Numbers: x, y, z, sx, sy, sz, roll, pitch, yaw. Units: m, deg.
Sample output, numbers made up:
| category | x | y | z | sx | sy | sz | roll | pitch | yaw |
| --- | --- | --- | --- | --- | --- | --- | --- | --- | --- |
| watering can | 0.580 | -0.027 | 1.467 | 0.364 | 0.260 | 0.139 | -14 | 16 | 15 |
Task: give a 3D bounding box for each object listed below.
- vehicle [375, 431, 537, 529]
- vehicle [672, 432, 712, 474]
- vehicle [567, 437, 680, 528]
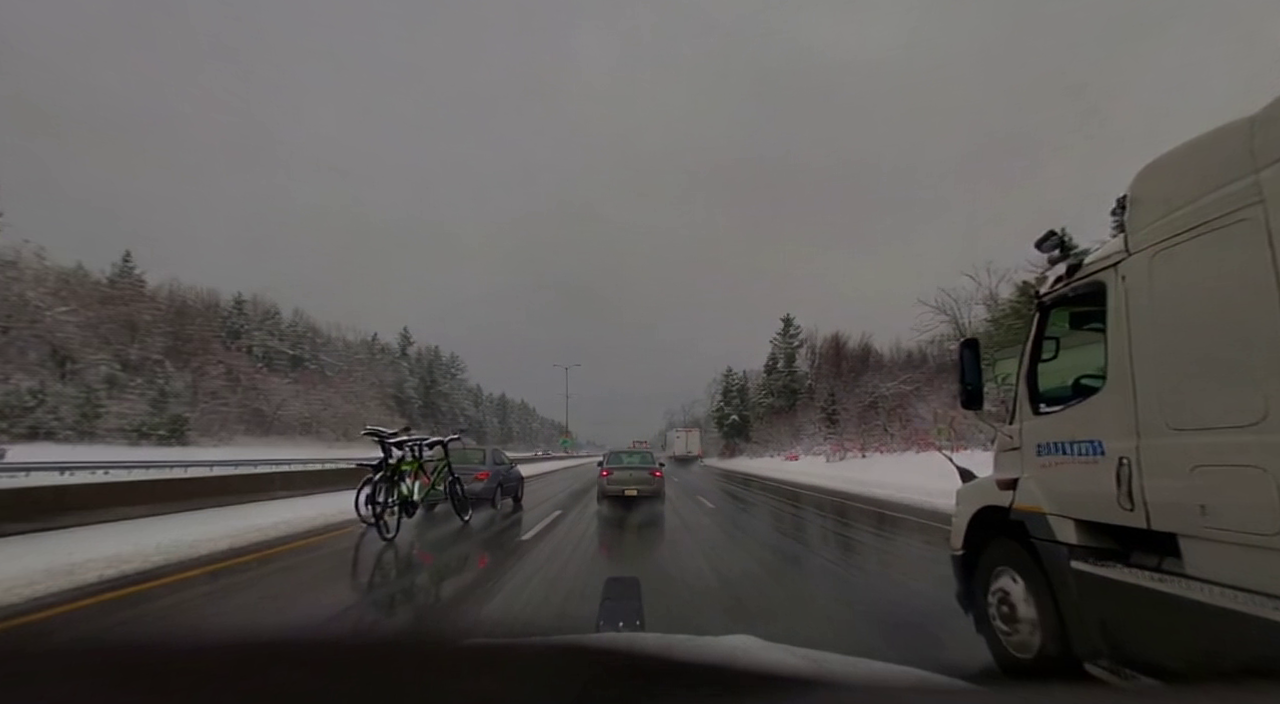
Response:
| category | x | y | z | sx | sy | sz | roll | pitch | yaw |
| --- | --- | --- | --- | --- | --- | --- | --- | --- | --- |
| vehicle | -3.562 | 2.585 | 13.267 | 1.985 | 1.671 | 4.604 | 0 | -9 | 0 |
| vehicle | 3.475 | 6.955 | 43.634 | 2.234 | 2.679 | 5.372 | 0 | -9 | -1 |
| vehicle | -0.291 | 2.579 | 12.896 | 1.973 | 1.574 | 3.426 | 0 | -9 | 0 |
